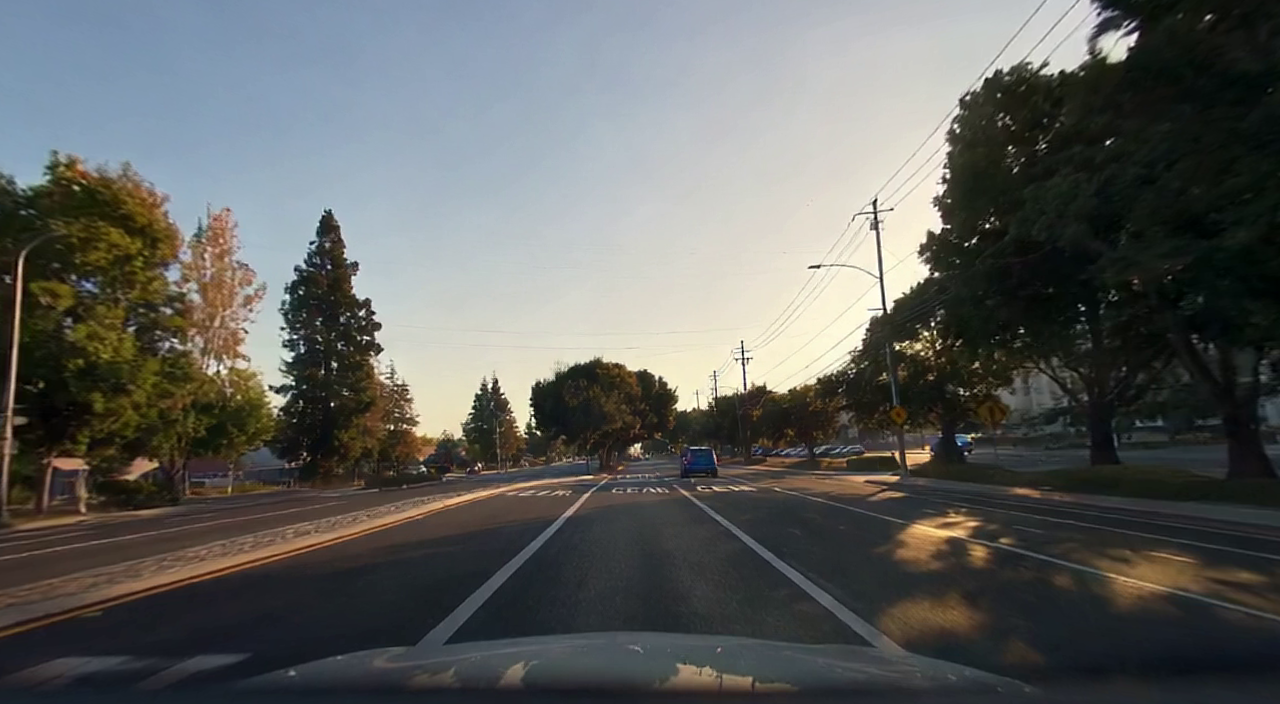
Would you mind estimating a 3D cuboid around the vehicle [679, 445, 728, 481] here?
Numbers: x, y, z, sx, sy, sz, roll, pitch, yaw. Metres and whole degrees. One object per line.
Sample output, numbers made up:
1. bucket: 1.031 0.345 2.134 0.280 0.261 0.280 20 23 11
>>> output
1. vehicle: 3.421 6.061 34.879 2.086 1.803 4.607 0 -9 -1
